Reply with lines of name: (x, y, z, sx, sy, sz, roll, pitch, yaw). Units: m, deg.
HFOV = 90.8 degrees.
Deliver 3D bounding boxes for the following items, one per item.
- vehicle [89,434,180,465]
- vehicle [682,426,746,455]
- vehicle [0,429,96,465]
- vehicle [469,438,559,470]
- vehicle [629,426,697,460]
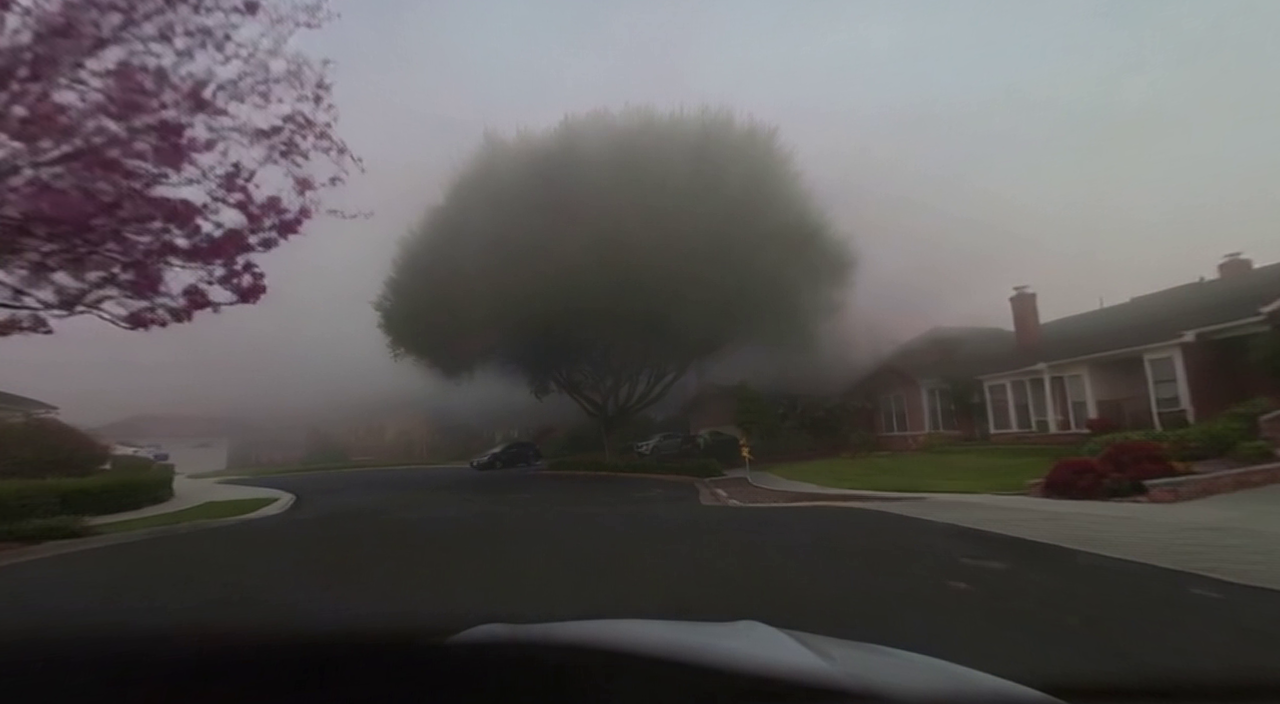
vehicle: (-29.518, 5.679, 36.904, 4.237, 1.728, 2.203, -3, -9, 22)
vehicle: (4.894, 5.818, 41.318, 2.152, 1.773, 4.495, -7, -11, 37)
vehicle: (-30.016, 4.684, 31.144, 4.435, 1.707, 2.046, 0, -9, 2)
vehicle: (-7.445, 6.079, 37.608, 4.815, 1.827, 2.147, -1, -9, 5)
vehicle: (1.540, 5.951, 41.428, 2.310, 1.701, 4.280, -7, -5, 37)
